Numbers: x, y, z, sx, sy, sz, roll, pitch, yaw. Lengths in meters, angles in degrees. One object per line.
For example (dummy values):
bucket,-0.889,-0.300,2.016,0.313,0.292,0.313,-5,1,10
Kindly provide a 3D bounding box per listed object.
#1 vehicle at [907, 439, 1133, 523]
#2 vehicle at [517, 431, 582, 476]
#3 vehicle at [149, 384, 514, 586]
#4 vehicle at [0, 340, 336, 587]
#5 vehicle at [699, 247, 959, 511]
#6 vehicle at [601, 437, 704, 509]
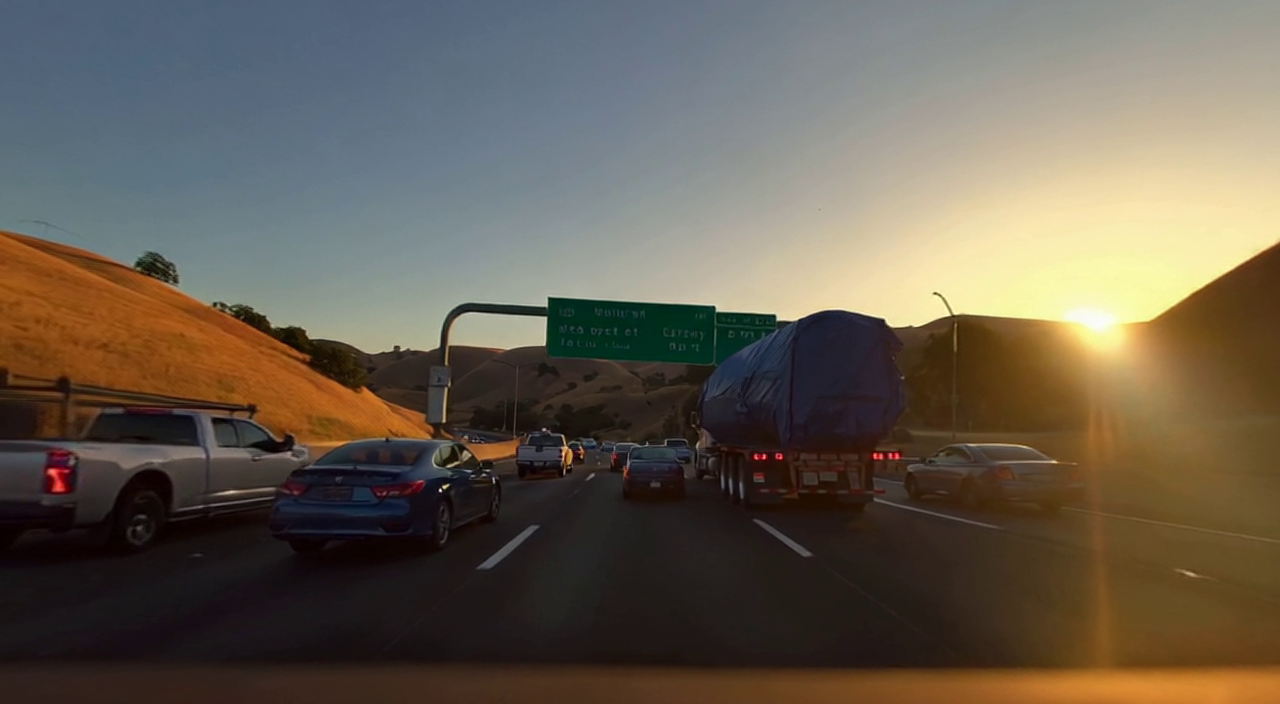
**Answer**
vehicle,7.741,2.623,13.481,2.092,1.495,4.194,0,-8,-2
vehicle,-3.952,4.532,28.469,2.348,1.821,5.061,0,-8,-2
vehicle,-3.442,1.634,8.695,2.318,1.902,5.374,0,-8,0
vehicle,-7.560,1.436,8.626,3.150,2.303,7.133,0,-8,1
vehicle,3.382,1.145,15.172,2.759,4.098,10.906,0,-8,0
vehicle,0.199,2.771,14.970,2.105,1.471,3.978,0,-8,-2
